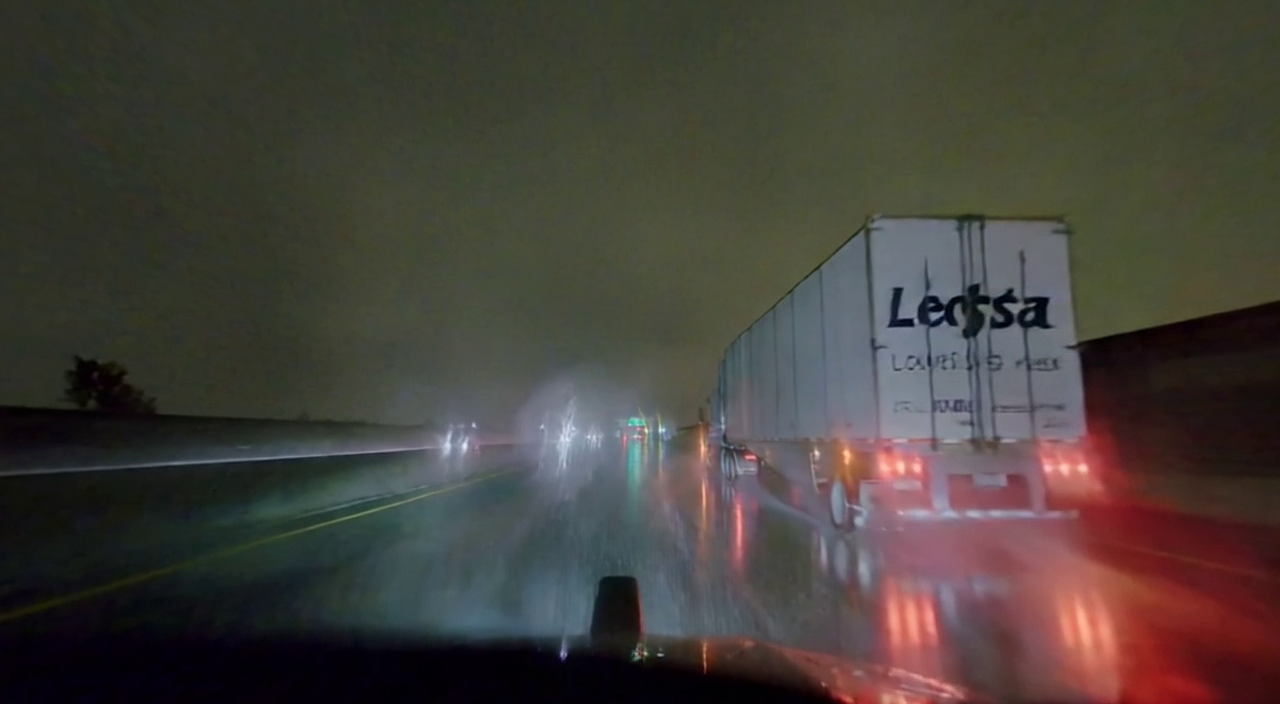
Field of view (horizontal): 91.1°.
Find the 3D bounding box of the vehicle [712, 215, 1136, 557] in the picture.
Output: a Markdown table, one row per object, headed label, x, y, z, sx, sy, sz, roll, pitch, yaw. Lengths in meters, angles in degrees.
| label | x | y | z | sx | sy | sz | roll | pitch | yaw |
| --- | --- | --- | --- | --- | --- | --- | --- | --- | --- |
| vehicle | 4.052 | 1.270 | 14.284 | 2.920 | 4.029 | 13.900 | 0 | -8 | -1 |
